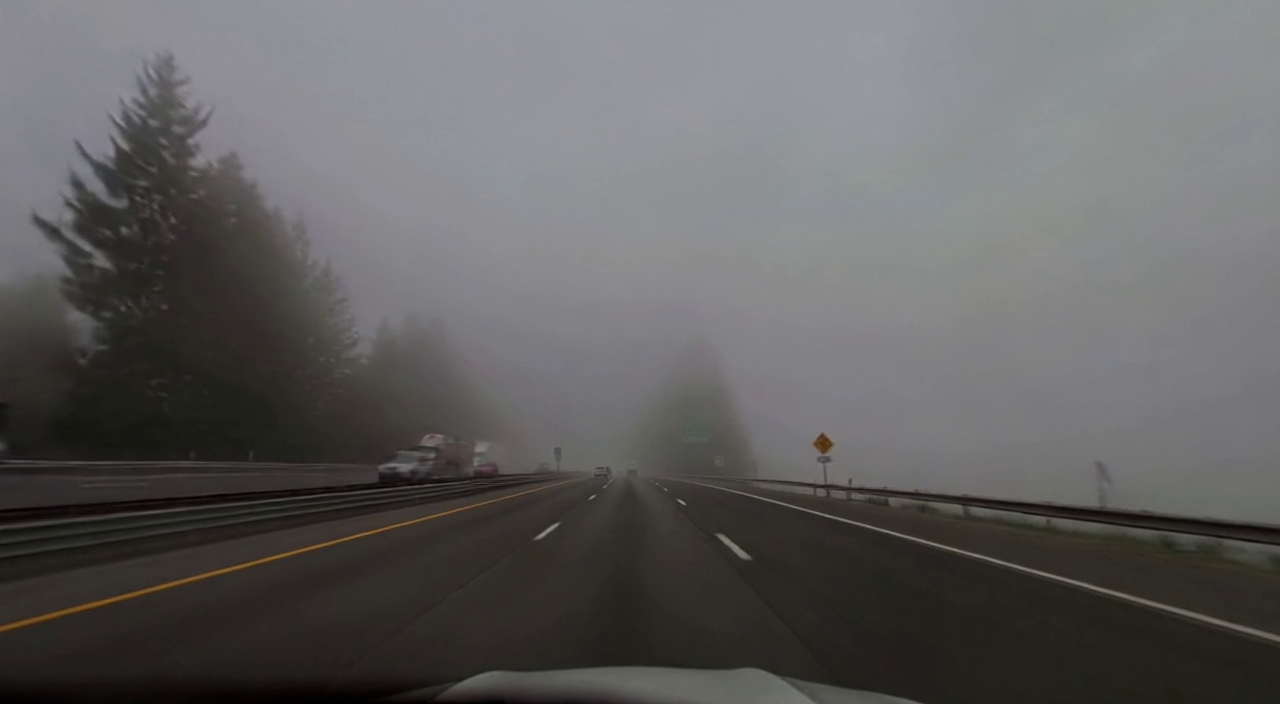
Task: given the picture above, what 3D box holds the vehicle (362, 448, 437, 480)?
[{"bbox_3d":[-12.301,5.812,32.561,1.997,1.514,4.668,1,-10,0],"label":"vehicle"}]
